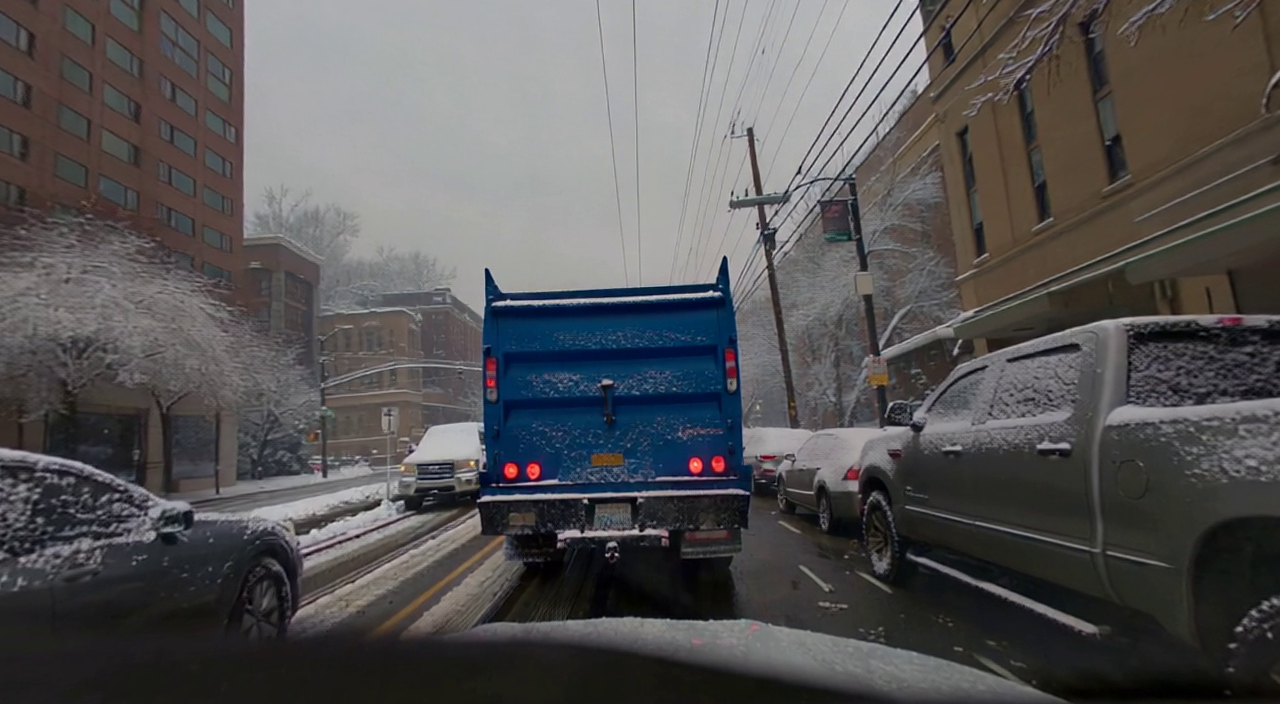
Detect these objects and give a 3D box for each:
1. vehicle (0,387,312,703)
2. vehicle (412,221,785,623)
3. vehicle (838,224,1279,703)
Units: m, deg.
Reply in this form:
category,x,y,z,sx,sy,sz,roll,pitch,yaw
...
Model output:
category,x,y,z,sx,sy,sz,roll,pitch,yaw
vehicle,-4.116,1.095,3.662,1.988,1.657,4.492,0,-8,0
vehicle,-0.221,1.101,9.177,2.878,3.204,8.244,0,-8,2
vehicle,3.238,0.847,3.858,2.242,1.979,5.722,0,-8,1
